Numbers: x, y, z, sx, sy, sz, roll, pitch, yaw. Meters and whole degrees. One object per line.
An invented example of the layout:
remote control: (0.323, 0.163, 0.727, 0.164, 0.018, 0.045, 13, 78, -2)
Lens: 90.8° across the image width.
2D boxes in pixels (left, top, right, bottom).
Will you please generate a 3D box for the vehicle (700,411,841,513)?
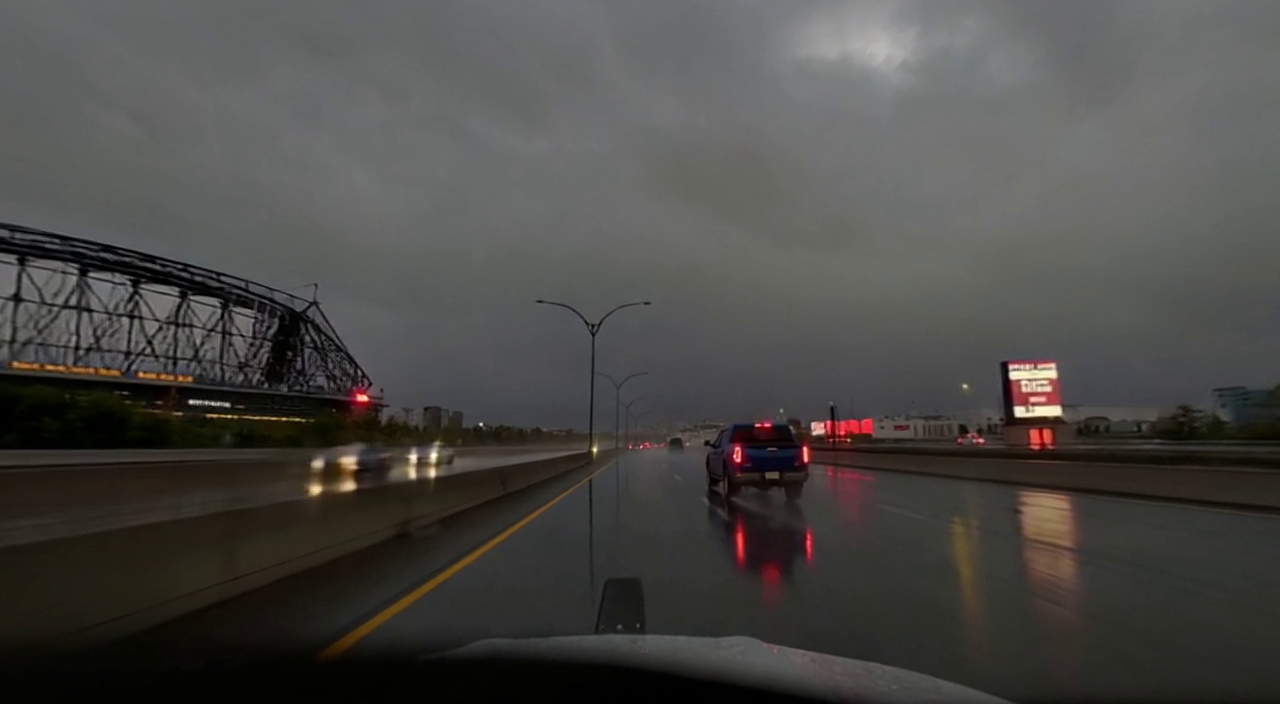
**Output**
vehicle: (2.824, 2.544, 15.059, 2.199, 2.002, 4.970, 0, -9, -1)

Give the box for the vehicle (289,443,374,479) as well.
vehicle: (-14.894, 5.246, 30.785, 1.905, 1.599, 4.490, 0, -9, -1)
